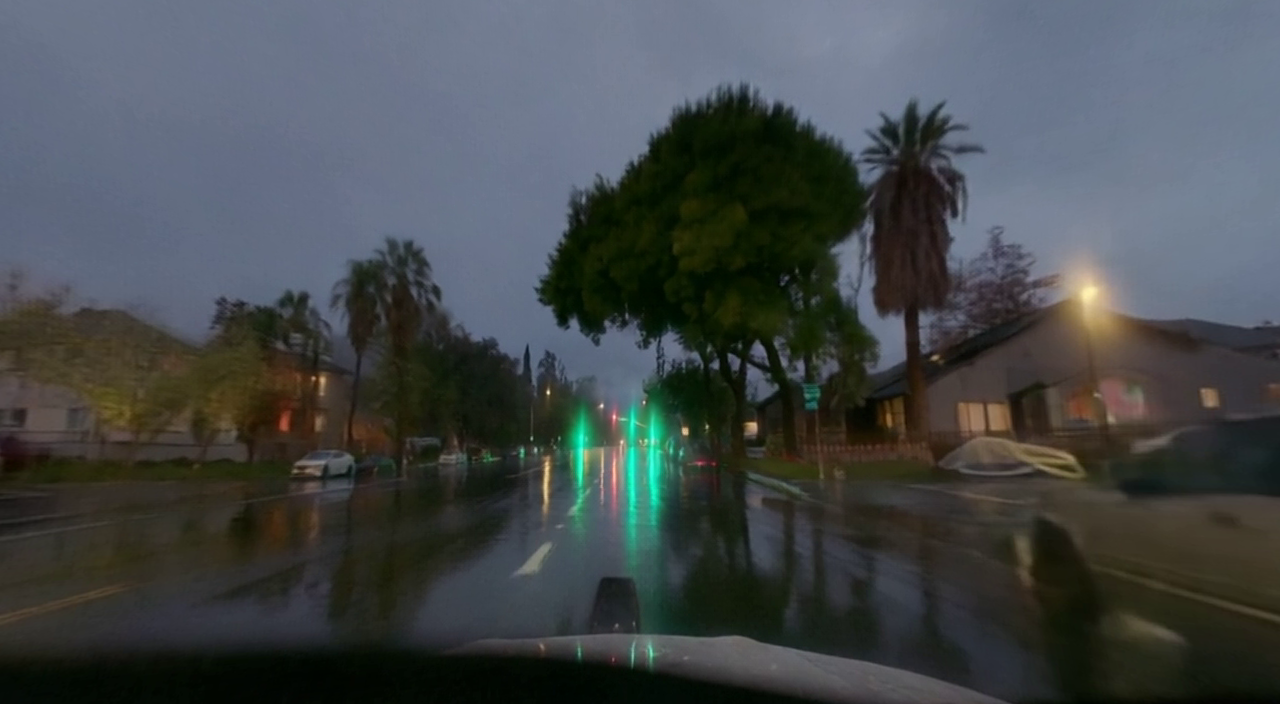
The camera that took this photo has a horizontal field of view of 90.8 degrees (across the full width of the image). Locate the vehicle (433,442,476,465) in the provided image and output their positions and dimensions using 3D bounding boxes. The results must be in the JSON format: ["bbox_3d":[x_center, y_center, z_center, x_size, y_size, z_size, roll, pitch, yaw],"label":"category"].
[{"bbox_3d":[-13.732,7.502,46.988,1.899,1.474,4.529,-1,-7,-1],"label":"vehicle"}]

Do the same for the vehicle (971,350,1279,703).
[{"bbox_3d":[3.836,0.853,2.624,1.996,1.749,5.217,0,-8,-1],"label":"vehicle"}]

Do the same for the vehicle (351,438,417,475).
[{"bbox_3d":[-13.715,5.585,34.084,1.844,1.764,4.183,-1,-7,0],"label":"vehicle"}]

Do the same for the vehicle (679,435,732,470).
[{"bbox_3d":[3.395,5.345,33.805,2.221,1.718,5.192,0,-8,0],"label":"vehicle"}]

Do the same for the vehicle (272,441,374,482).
[{"bbox_3d":[-13.668,4.712,27.546,2.131,1.492,4.310,-1,-6,2],"label":"vehicle"}]

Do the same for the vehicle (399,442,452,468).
[{"bbox_3d":[-13.748,6.616,40.761,1.921,1.498,4.460,0,-7,-1],"label":"vehicle"}]
